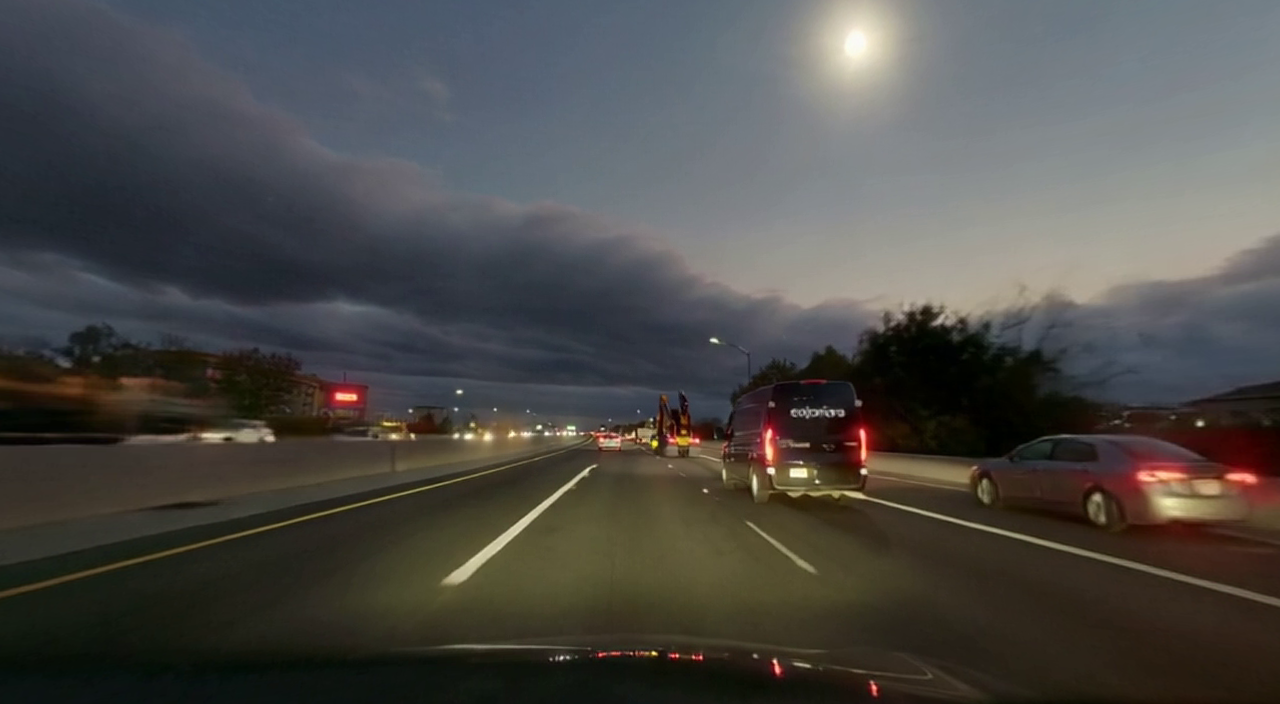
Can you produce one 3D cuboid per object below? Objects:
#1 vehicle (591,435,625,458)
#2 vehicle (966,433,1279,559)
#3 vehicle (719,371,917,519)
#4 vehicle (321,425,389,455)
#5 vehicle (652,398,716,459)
[{"bbox_3d":[-2.167,6.500,43.650,2.217,1.502,4.222,0,-8,-2],"label":"vehicle"},{"bbox_3d":[7.380,2.055,9.925,1.925,1.490,4.631,0,-8,-1],"label":"vehicle"},{"bbox_3d":[3.394,1.974,13.709,2.386,2.509,5.880,0,-8,-2],"label":"vehicle"},{"bbox_3d":[-15.458,4.785,34.398,1.855,1.532,3.997,0,-8,-1],"label":"vehicle"},{"bbox_3d":[2.808,5.441,44.062,2.912,3.738,10.123,1,-8,-5],"label":"vehicle"}]
